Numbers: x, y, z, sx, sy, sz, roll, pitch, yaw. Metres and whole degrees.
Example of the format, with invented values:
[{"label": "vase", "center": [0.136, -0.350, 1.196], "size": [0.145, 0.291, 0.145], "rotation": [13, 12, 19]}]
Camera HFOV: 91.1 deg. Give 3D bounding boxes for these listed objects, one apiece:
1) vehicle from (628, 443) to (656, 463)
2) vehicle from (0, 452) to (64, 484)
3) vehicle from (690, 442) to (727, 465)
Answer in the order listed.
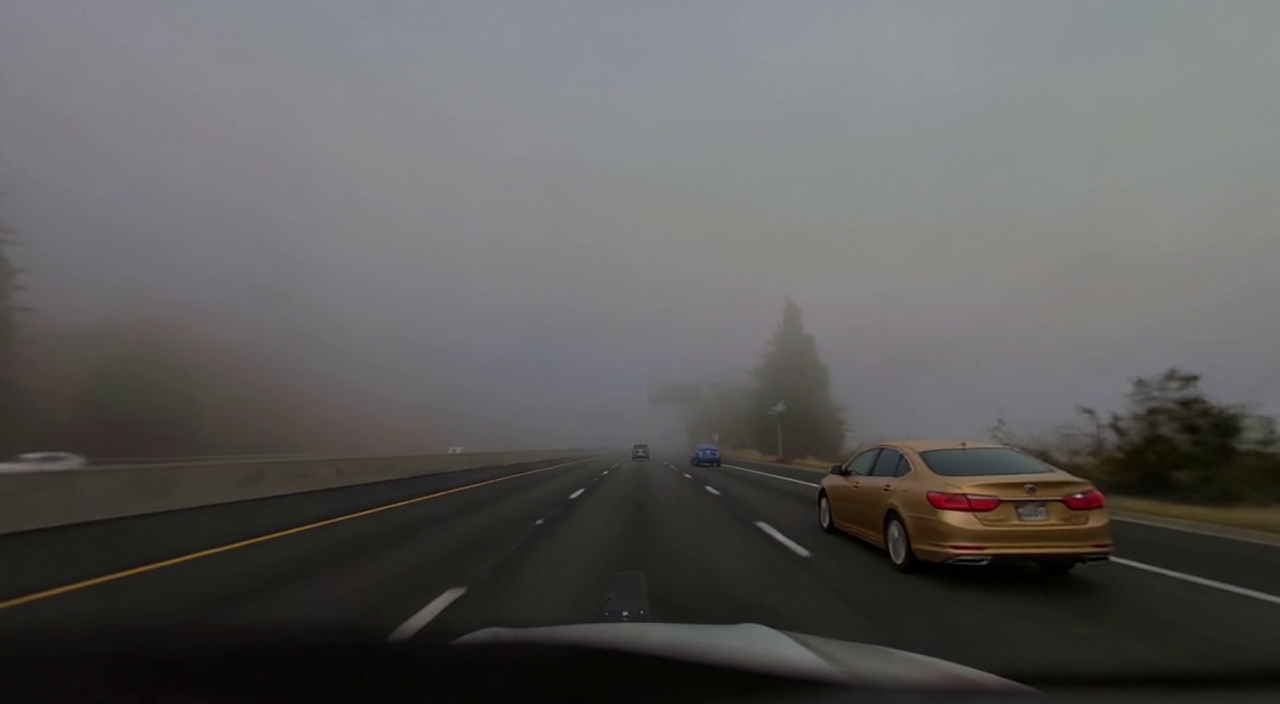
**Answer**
[{"label": "vehicle", "center": [0.131, 7.587, 47.326], "size": [2.052, 1.449, 3.857], "rotation": [0, -8, 0]}, {"label": "vehicle", "center": [-32.903, 5.955, 32.363], "size": [1.846, 1.532, 4.728], "rotation": [0, -8, 1]}, {"label": "vehicle", "center": [4.708, 7.101, 44.005], "size": [2.008, 1.524, 4.598], "rotation": [0, -8, -1]}]
